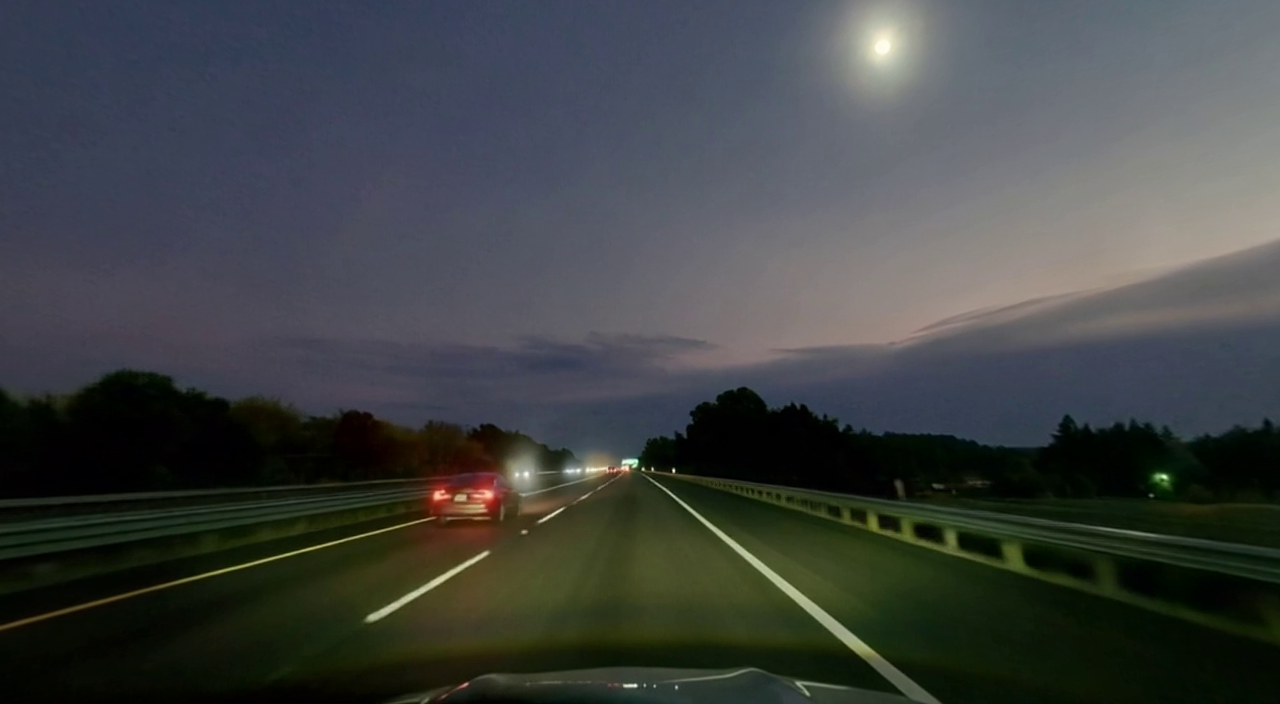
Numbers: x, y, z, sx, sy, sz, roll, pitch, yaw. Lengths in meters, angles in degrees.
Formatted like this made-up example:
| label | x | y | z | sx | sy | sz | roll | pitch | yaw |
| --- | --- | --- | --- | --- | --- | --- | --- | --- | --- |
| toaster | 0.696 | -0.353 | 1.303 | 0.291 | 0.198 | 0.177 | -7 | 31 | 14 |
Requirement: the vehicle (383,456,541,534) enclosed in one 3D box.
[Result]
| label | x | y | z | sx | sy | sz | roll | pitch | yaw |
| --- | --- | --- | --- | --- | --- | --- | --- | --- | --- |
| vehicle | -3.839 | 3.235 | 14.722 | 2.146 | 1.441 | 5.020 | 1 | -10 | 1 |
